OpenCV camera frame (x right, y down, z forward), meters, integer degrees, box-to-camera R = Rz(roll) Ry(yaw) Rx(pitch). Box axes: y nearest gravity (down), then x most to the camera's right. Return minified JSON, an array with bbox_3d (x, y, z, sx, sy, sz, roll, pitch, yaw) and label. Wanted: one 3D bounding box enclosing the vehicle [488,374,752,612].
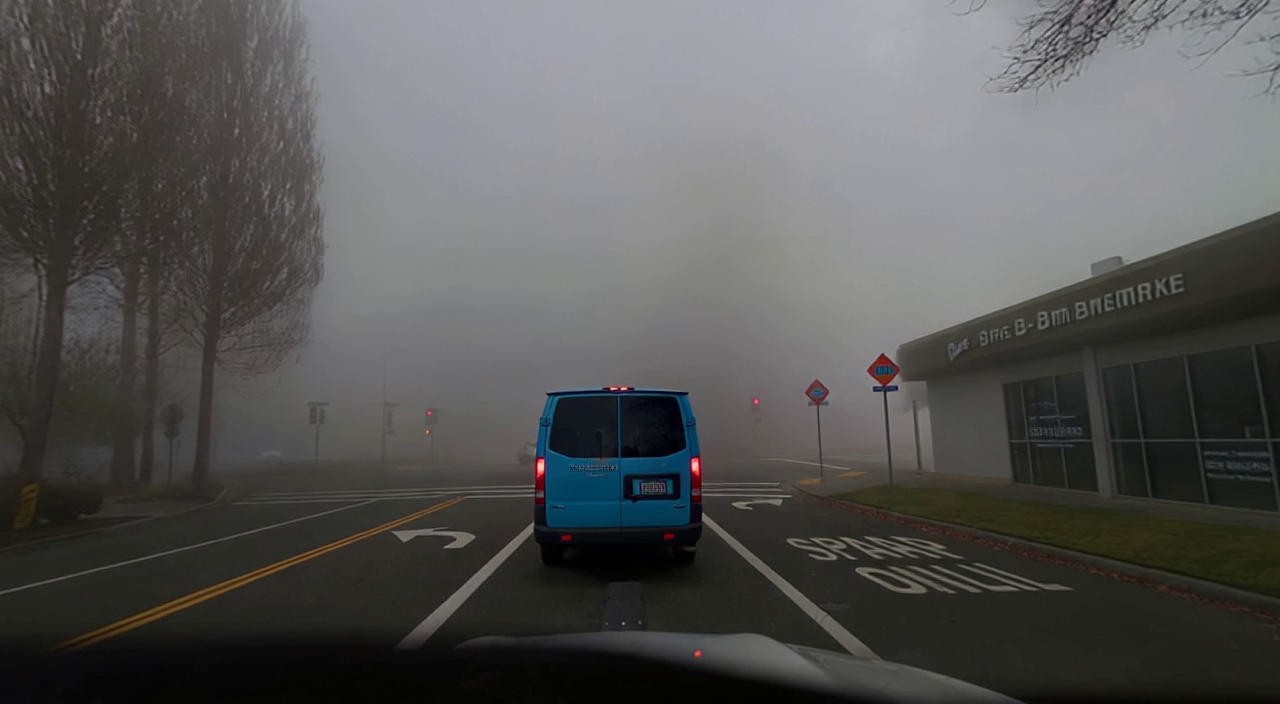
[{"bbox_3d":[-0.292,1.467,7.298,2.181,1.949,3.932,1,-9,-4],"label":"vehicle"}]
